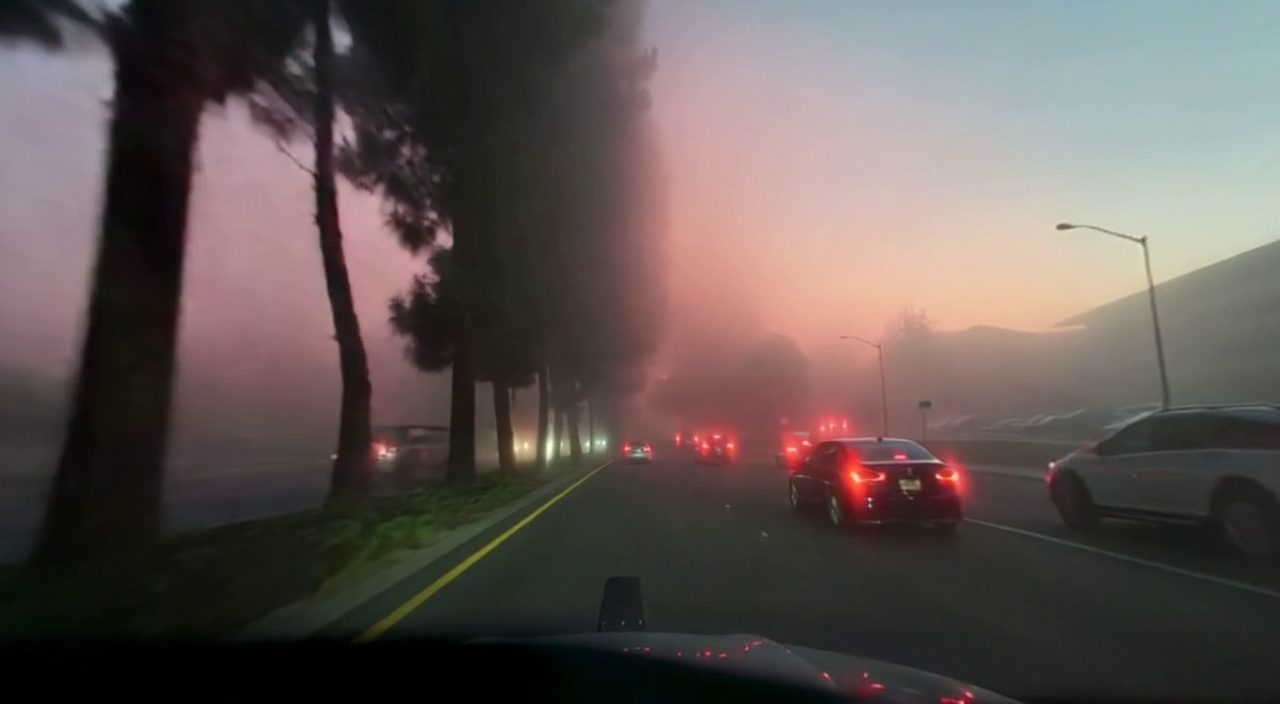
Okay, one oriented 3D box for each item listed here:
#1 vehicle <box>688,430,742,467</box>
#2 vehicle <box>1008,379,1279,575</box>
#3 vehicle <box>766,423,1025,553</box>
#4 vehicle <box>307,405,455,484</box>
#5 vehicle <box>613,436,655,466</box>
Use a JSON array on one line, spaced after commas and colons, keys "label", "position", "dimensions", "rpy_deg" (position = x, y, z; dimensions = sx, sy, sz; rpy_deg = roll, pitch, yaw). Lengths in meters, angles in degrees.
[{"label": "vehicle", "position": [3.687, 4.862, 31.645], "dimensions": [2.130, 1.718, 4.310], "rpy_deg": [0, -8, -1]}, {"label": "vehicle", "position": [7.166, 1.455, 7.720], "dimensions": [2.188, 1.840, 5.050], "rpy_deg": [0, -8, 0]}, {"label": "vehicle", "position": [3.430, 1.922, 9.633], "dimensions": [2.010, 1.490, 4.639], "rpy_deg": [0, -8, 0]}, {"label": "vehicle", "position": [-8.236, 3.061, 20.767], "dimensions": [2.396, 2.216, 5.698], "rpy_deg": [0, -9, 0]}, {"label": "vehicle", "position": [-0.313, 5.254, 33.465], "dimensions": [2.111, 1.506, 4.018], "rpy_deg": [0, -8, 0]}]
